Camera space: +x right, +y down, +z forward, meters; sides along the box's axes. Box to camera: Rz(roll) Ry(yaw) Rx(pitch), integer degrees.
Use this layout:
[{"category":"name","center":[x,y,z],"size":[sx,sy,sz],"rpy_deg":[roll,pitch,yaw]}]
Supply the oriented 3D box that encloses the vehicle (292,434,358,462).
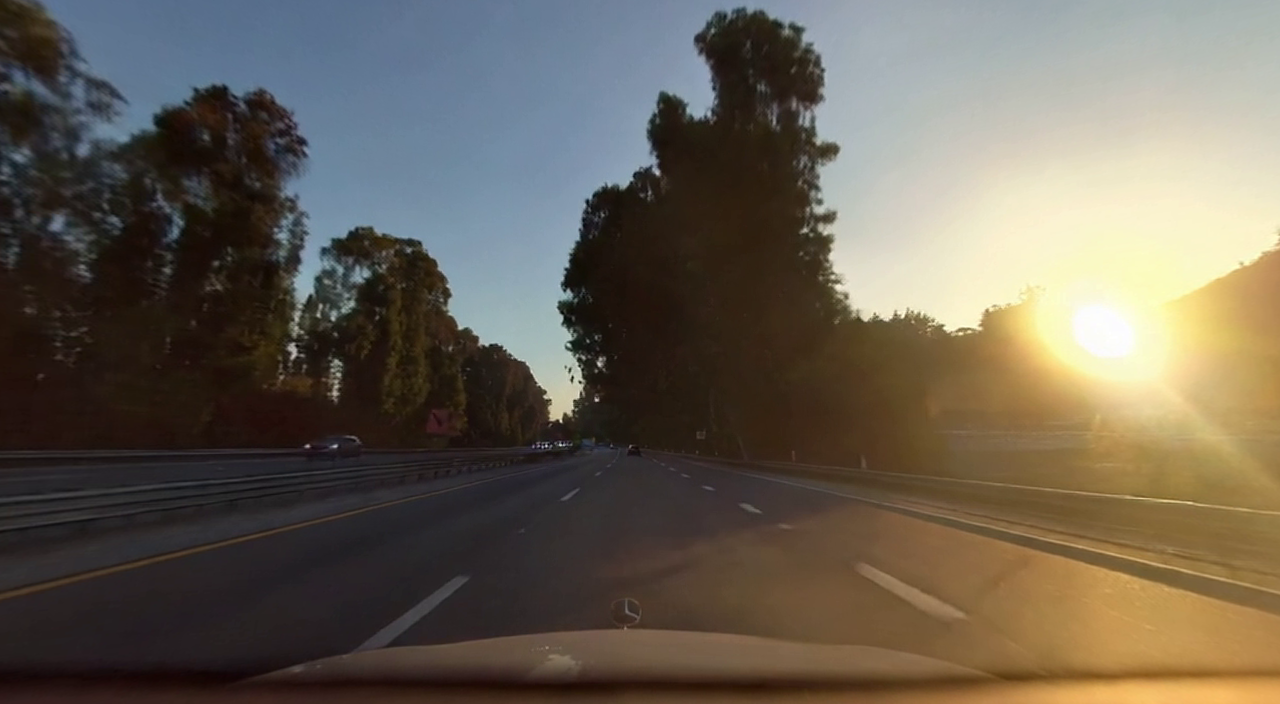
[{"category":"vehicle","center":[-22.368,6.874,44.998],"size":[2.119,1.902,4.984],"rpy_deg":[0,-9,0]}]
